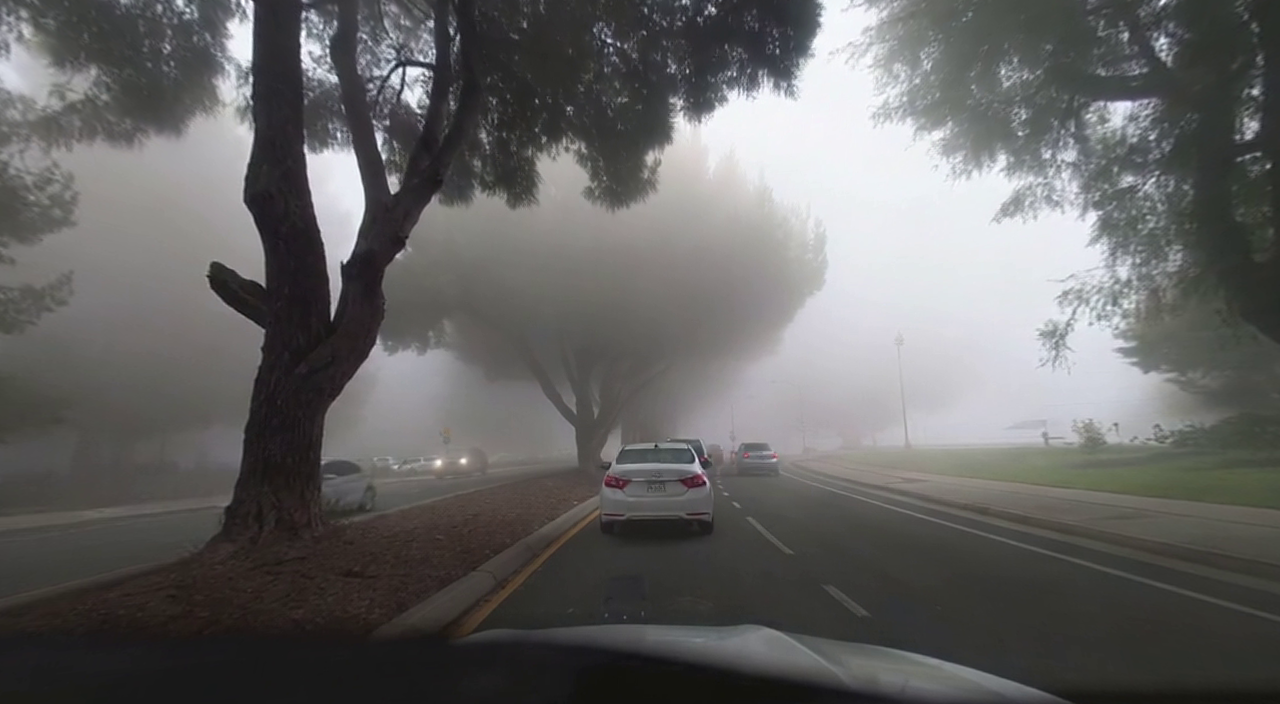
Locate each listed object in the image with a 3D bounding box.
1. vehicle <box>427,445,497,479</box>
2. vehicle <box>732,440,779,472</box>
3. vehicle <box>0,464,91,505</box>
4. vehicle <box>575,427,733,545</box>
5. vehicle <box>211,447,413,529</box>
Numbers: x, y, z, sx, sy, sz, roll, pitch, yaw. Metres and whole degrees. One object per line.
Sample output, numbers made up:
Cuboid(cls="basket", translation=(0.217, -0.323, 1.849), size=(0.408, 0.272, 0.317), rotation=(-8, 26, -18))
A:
Cuboid(cls="vehicle", translation=(-9.646, 5.984, 34.553), size=(2.068, 1.688, 4.665), rotation=(-1, -8, 6))
Cuboid(cls="vehicle", translation=(5.727, 5.215, 31.818), size=(1.984, 1.507, 4.359), rotation=(-1, -8, 6))
Cuboid(cls="vehicle", translation=(-27.167, 5.810, 27.789), size=(4.256, 1.633, 1.940), rotation=(-1, -8, 6))
Cuboid(cls="vehicle", translation=(0.227, 2.134, 10.694), size=(2.154, 1.585, 3.997), rotation=(-1, -8, 1))
Cuboid(cls="vehicle", translation=(-6.914, 2.877, 13.976), size=(1.929, 1.463, 4.405), rotation=(-1, -8, 3))
